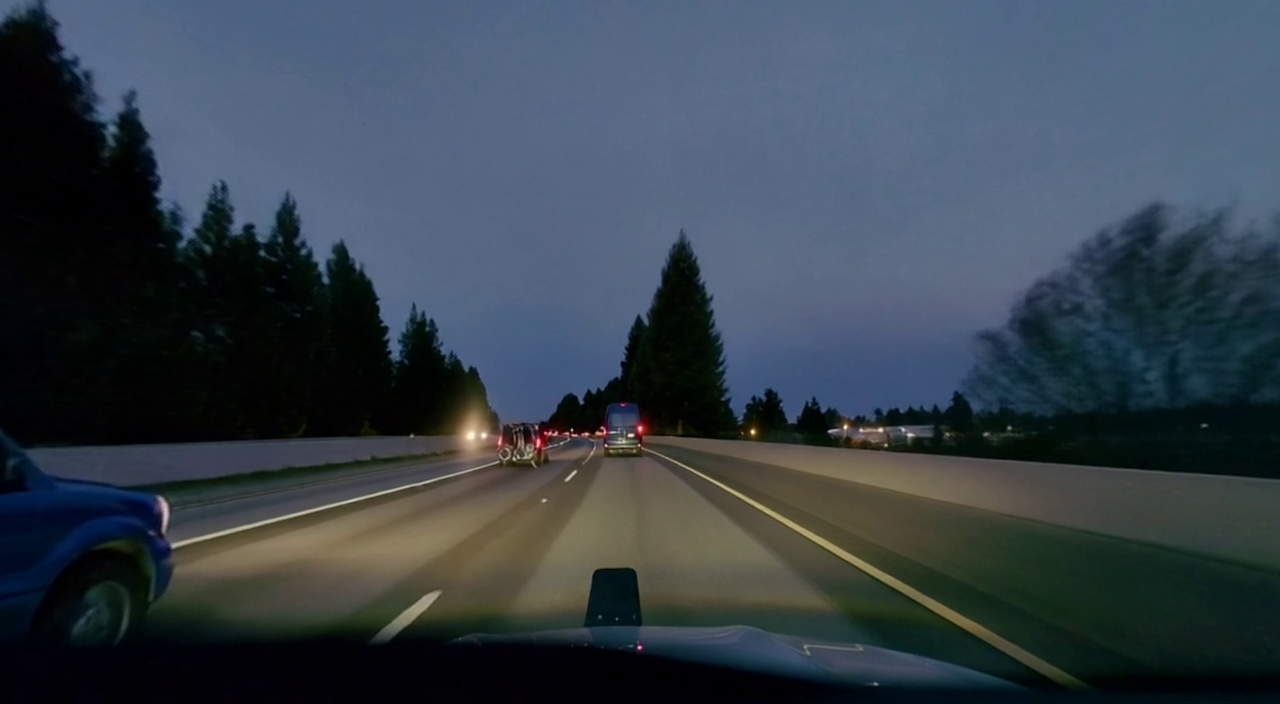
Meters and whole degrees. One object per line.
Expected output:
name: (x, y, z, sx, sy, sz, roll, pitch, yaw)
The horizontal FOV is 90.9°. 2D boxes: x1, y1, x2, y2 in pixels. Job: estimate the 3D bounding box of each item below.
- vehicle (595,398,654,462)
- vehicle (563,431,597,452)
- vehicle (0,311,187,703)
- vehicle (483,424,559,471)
vehicle: (-0.846, 3.942, 31.609, 2.647, 2.896, 6.480, 0, -8, -3)
vehicle: (-4.486, 6.780, 47.810, 2.251, 1.459, 4.236, 0, -8, -2)
vehicle: (-3.672, 0.529, 1.265, 2.069, 1.751, 4.720, 0, -8, -1)
vehicle: (-4.427, 3.632, 24.197, 2.110, 1.636, 4.453, 0, -8, -1)
